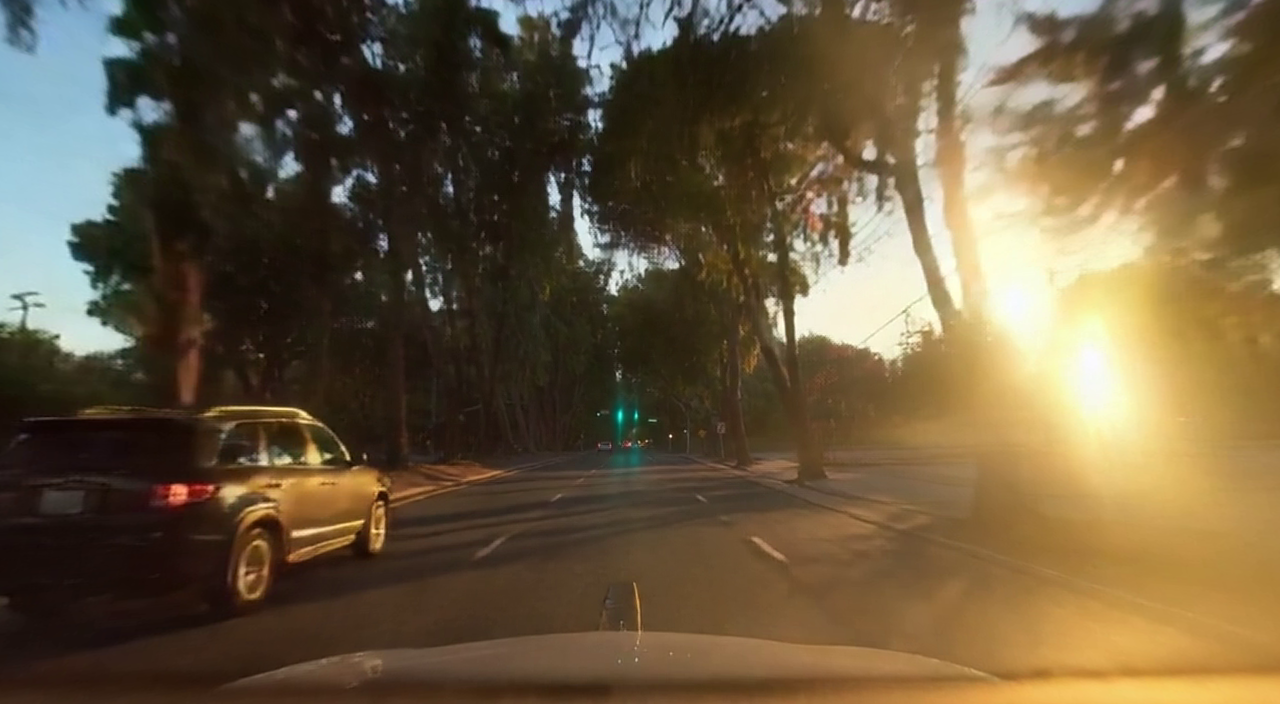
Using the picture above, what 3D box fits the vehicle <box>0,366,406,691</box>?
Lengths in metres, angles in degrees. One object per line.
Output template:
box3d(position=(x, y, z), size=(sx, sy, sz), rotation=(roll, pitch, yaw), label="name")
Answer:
box3d(position=(-3.770, 1.242, 5.469), size=(2.018, 1.769, 3.897), rotation=(0, -8, -1), label="vehicle")
